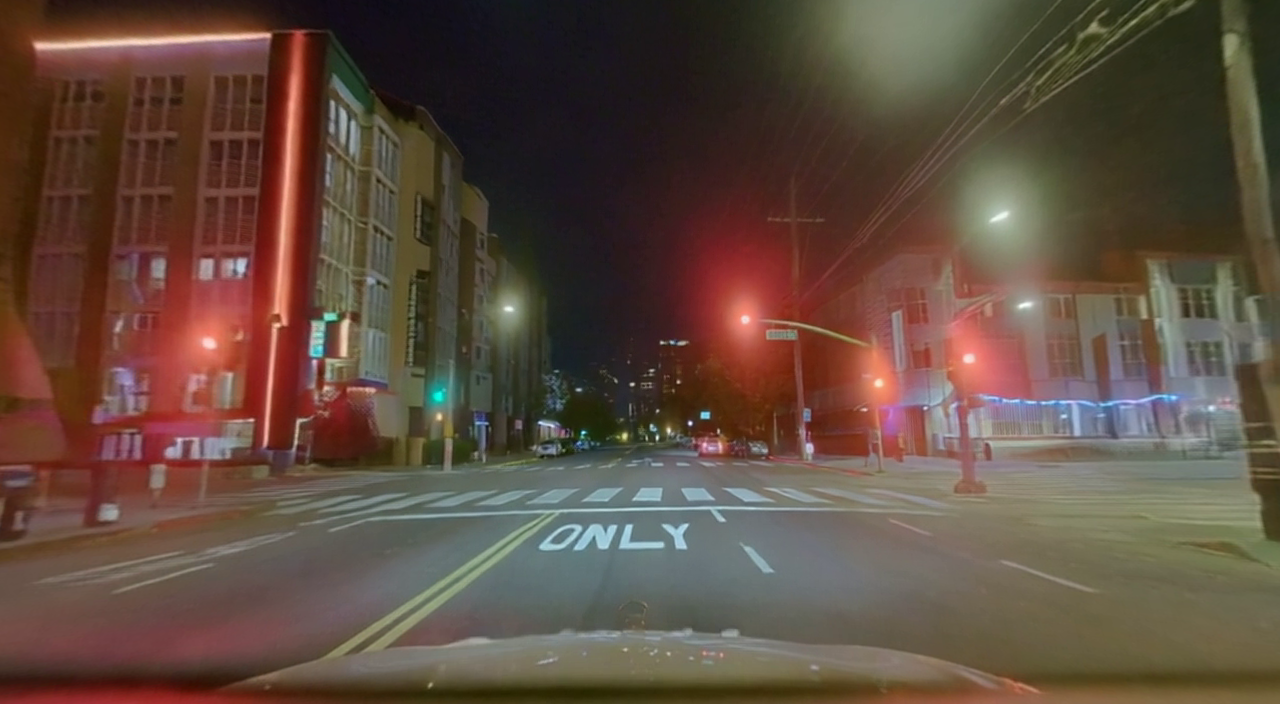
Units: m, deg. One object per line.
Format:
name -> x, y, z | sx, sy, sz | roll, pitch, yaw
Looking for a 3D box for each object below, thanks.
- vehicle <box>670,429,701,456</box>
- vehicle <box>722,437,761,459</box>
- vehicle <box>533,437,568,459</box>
vehicle -> 3.481, 7.022, 48.836 | 1.971, 1.919, 4.748 | 0, -8, -1
vehicle -> 7.413, 7.047, 46.445 | 1.997, 1.510, 4.455 | 0, -8, -2
vehicle -> -6.739, 7.227, 47.715 | 2.127, 1.533, 4.547 | -1, -8, -2
